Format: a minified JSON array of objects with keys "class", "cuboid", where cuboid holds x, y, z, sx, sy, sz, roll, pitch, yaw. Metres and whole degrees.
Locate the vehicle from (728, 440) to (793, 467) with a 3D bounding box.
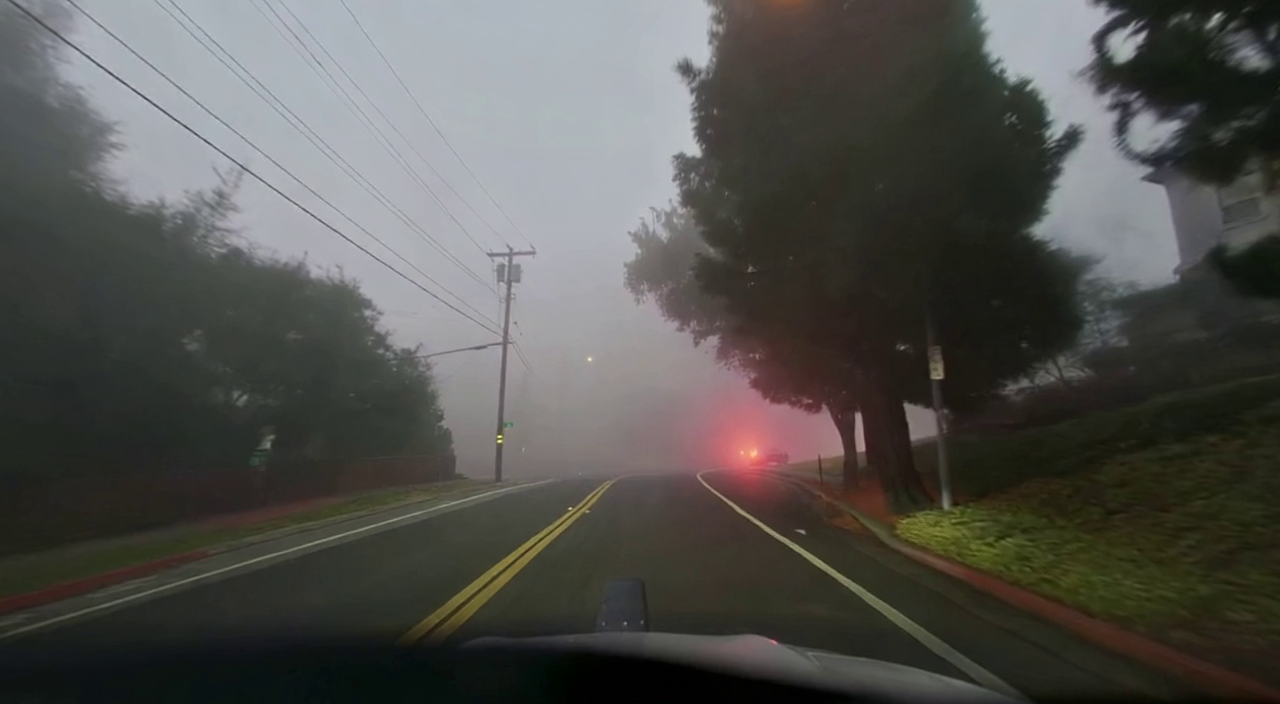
[{"class":"vehicle","cuboid":[8.218,6.863,42.820,2.176,1.732,4.810,-7,-11,41]}]
